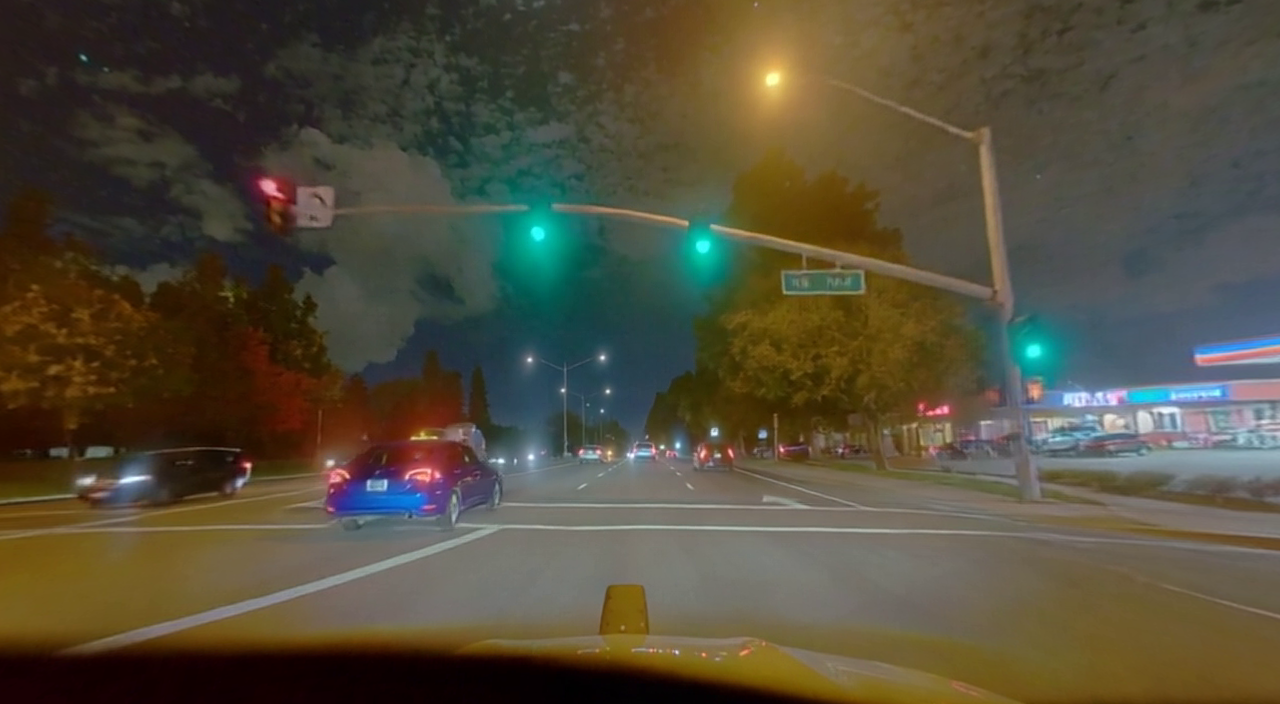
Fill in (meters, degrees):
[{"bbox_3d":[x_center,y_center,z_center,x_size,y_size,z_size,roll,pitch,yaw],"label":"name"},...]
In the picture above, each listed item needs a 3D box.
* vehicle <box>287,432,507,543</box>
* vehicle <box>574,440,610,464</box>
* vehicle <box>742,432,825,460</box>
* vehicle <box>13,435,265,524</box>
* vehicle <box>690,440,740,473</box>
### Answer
[{"bbox_3d":[-3.740,2.124,10.713,1.803,1.463,4.422,0,-8,2],"label":"vehicle"},{"bbox_3d":[-3.020,6.325,40.072,1.841,1.474,4.038,0,-8,2],"label":"vehicle"},{"bbox_3d":[11.206,7.389,49.552,5.931,1.872,2.264,-3,-8,4],"label":"vehicle"},{"bbox_3d":[-11.492,2.886,15.027,2.130,1.672,4.549,-4,-8,4],"label":"vehicle"},{"bbox_3d":[3.485,4.931,30.104,1.883,1.465,3.975,0,-8,0],"label":"vehicle"}]
